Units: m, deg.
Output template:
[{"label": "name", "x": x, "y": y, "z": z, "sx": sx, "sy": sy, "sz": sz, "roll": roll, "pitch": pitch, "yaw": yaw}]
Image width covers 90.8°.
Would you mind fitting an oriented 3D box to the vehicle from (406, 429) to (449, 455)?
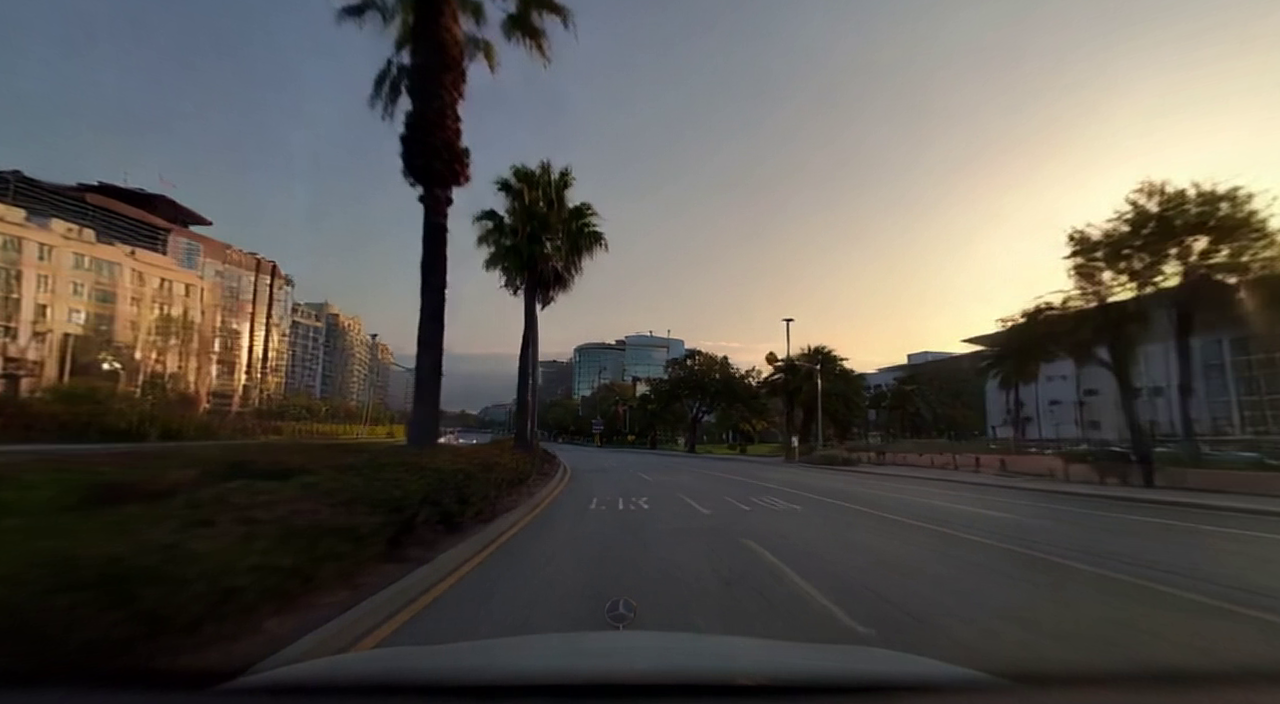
[{"label": "vehicle", "x": -15.750, "y": 6.711, "z": 47.057, "sx": 2.111, "sy": 1.793, "sz": 4.783, "roll": 1, "pitch": -9, "yaw": -8}]
